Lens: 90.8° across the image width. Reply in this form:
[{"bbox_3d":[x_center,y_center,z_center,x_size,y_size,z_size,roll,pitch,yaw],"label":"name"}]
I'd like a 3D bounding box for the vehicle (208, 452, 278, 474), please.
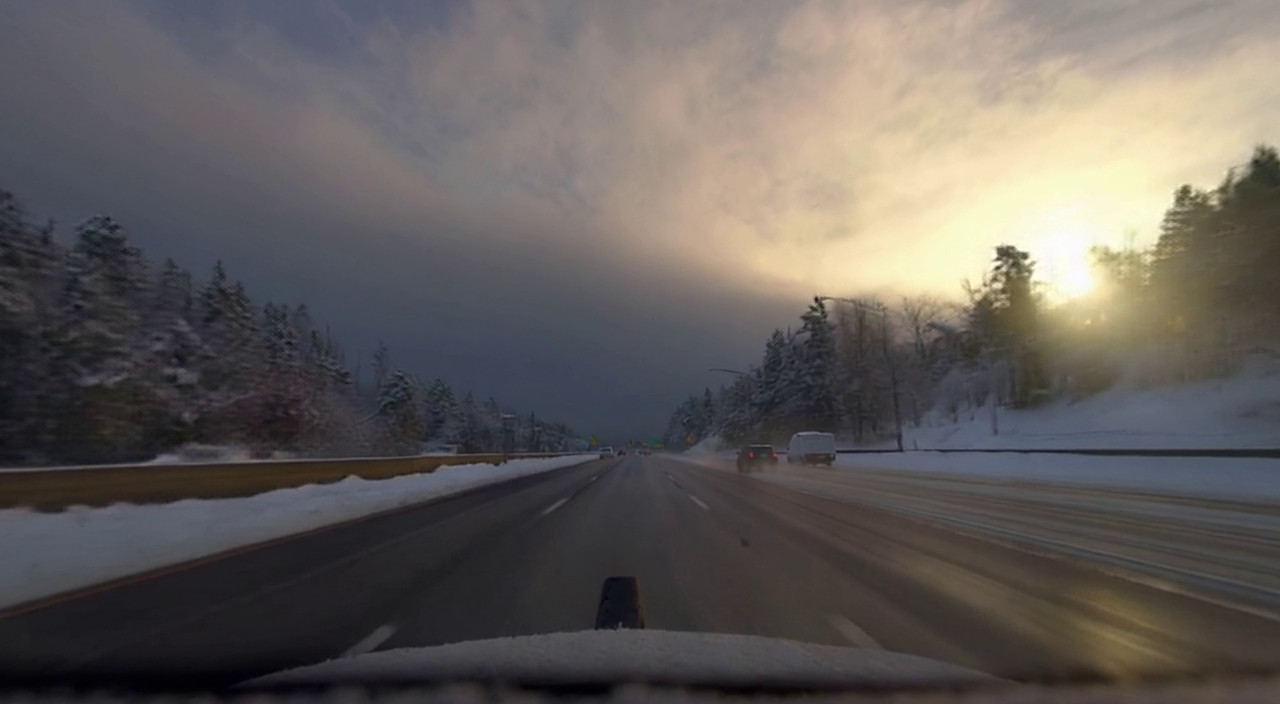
[{"bbox_3d":[-28.684,8.013,45.839,2.059,1.506,4.721,-1,-9,0],"label":"vehicle"}]

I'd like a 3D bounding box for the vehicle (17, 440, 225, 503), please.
[{"bbox_3d":[-14.114,3.266,17.654,1.983,1.483,4.554,-1,-9,-1],"label":"vehicle"}]

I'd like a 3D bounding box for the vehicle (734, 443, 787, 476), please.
[{"bbox_3d":[6.691,6.005,35.457,2.081,1.705,3.926,0,-9,-1],"label":"vehicle"}]

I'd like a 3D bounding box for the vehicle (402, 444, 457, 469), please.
[{"bbox_3d":[-14.446,7.232,43.660,2.154,1.593,4.857,-1,-9,0],"label":"vehicle"}]
